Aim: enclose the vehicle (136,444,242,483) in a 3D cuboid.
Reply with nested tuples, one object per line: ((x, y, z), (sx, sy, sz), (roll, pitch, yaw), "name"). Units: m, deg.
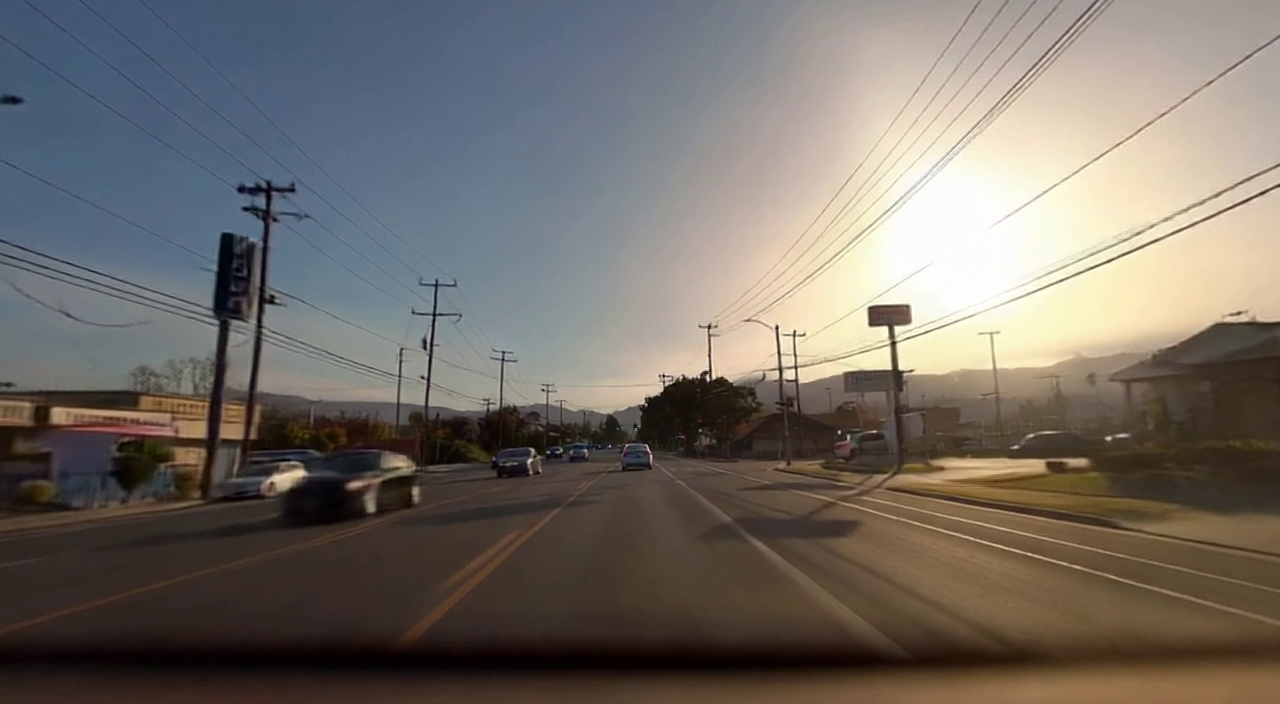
((-20.881, 5.140, 29.517), (1.911, 1.663, 4.115), (0, -8, 0), "vehicle")

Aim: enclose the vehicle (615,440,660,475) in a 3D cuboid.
((-0.118, 5.201, 31.394), (2.067, 1.547, 4.513), (0, -8, 0), "vehicle")

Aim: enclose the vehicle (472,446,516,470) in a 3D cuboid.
((-9.972, 7.215, 43.396), (2.073, 1.533, 4.020), (0, -8, 0), "vehicle")

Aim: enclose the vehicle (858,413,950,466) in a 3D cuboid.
((13.937, 4.707, 33.903), (2.449, 2.564, 5.877), (0, -8, 1), "vehicle")

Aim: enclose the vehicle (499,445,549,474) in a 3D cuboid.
((-6.298, 5.873, 34.769), (1.923, 1.472, 4.342), (0, -8, 0), "vehicle")

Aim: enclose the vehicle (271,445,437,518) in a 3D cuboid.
((-6.520, 2.950, 15.014), (1.930, 1.450, 4.234), (0, -8, 0), "vehicle")
